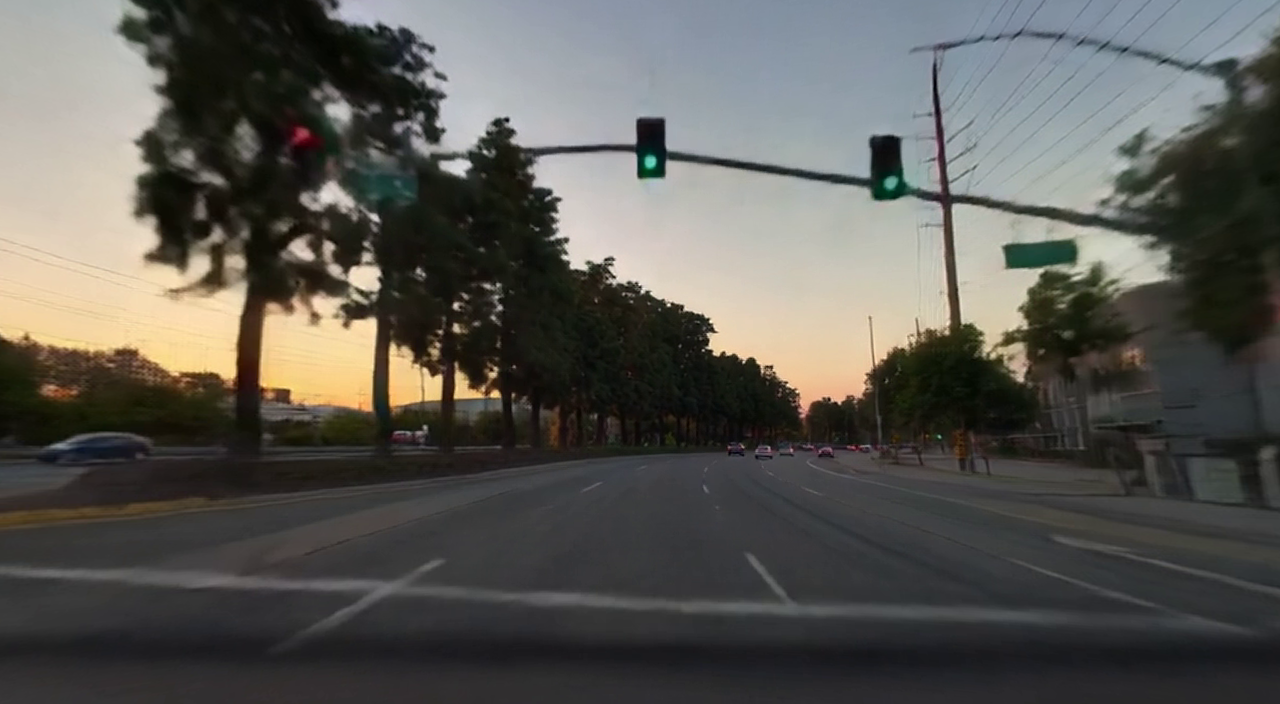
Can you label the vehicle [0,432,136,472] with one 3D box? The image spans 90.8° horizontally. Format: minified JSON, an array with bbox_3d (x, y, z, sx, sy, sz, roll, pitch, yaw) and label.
[{"bbox_3d":[-23.520,4.039,25.707,1.871,1.474,4.554,-1,-9,8],"label":"vehicle"}]
